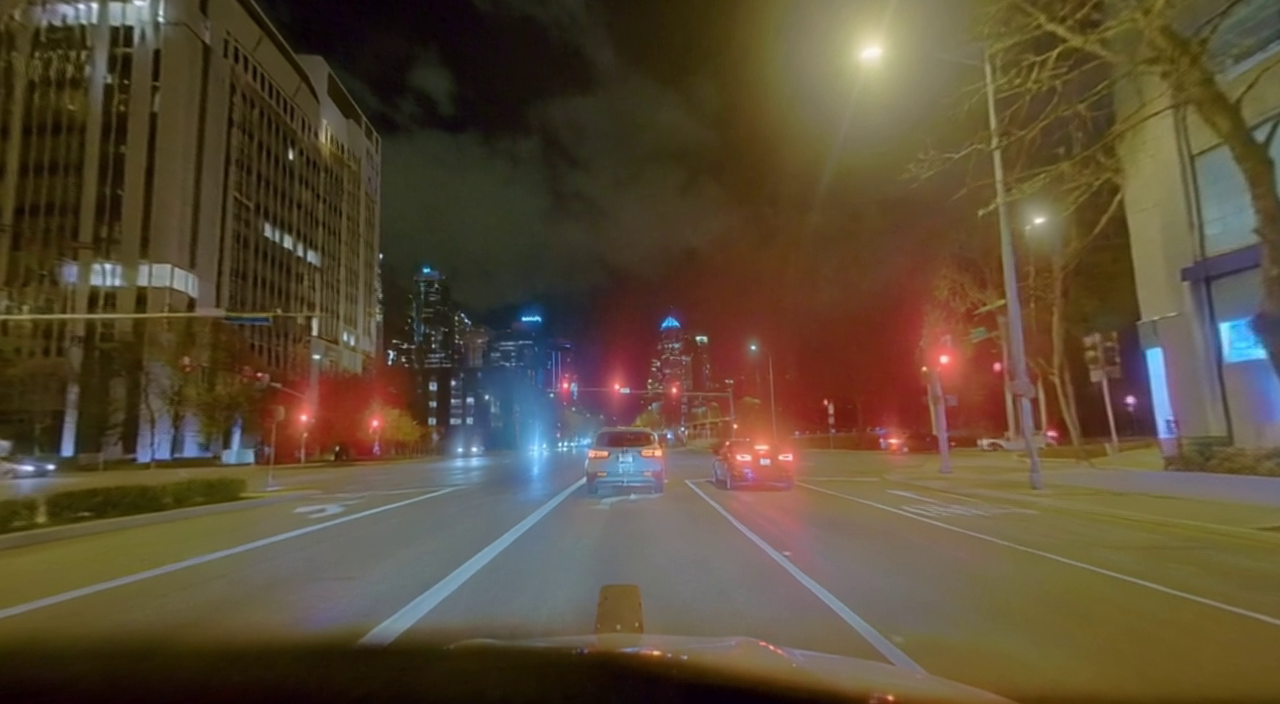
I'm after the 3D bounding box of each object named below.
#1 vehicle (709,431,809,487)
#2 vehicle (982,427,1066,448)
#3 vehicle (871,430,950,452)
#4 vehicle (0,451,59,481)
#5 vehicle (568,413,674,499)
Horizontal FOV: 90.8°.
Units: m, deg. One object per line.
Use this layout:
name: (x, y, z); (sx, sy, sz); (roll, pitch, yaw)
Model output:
vehicle: (3.395, 3.177, 19.041); (2.080, 1.472, 4.401); (0, -9, -1)
vehicle: (27.514, 6.136, 45.334); (4.766, 1.462, 1.872); (0, -9, 0)
vehicle: (19.396, 6.382, 45.359); (4.851, 1.517, 1.720); (0, -9, -3)
vehicle: (-39.694, 7.172, 39.549); (4.610, 1.691, 2.034); (-3, -8, -2)
vehicle: (-0.435, 2.606, 16.075); (2.313, 1.860, 4.319); (0, -9, -1)
